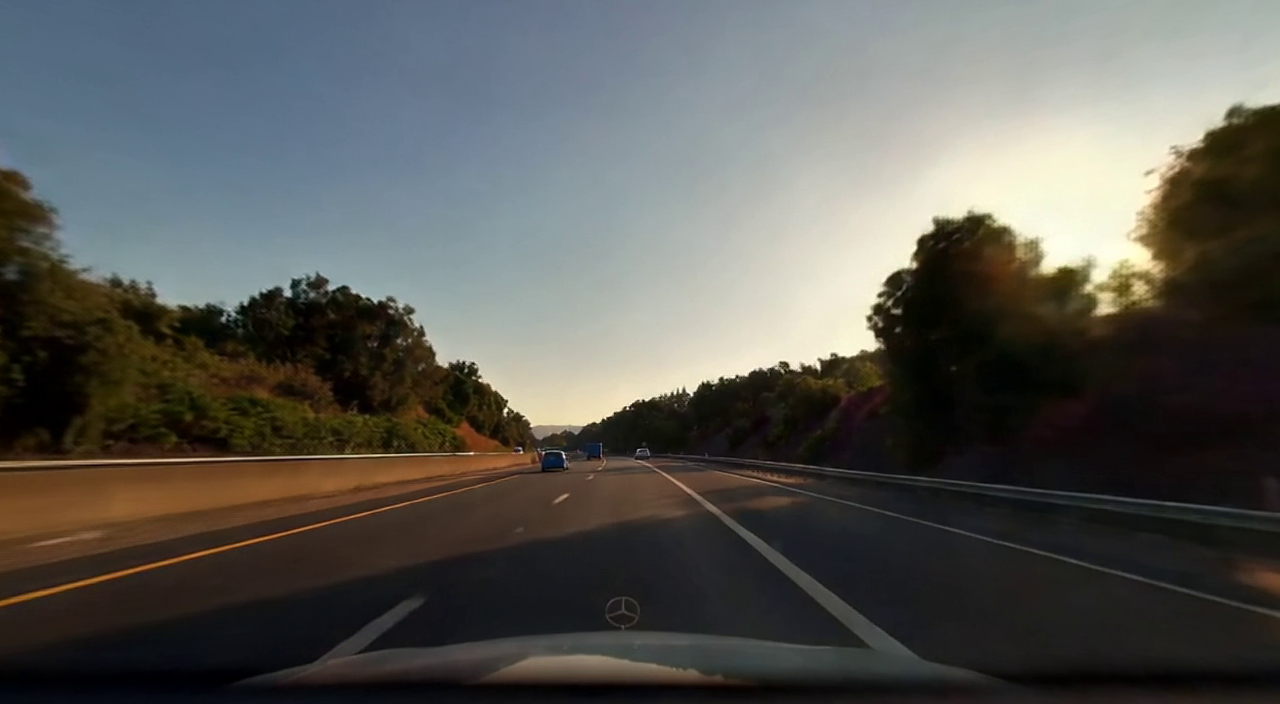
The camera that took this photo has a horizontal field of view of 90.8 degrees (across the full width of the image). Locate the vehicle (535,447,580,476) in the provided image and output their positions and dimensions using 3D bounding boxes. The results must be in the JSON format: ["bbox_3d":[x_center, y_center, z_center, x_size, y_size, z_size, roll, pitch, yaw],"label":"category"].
[{"bbox_3d":[-4.675,6.205,36.159,2.049,1.521,4.366,0,-9,-1],"label":"vehicle"}]
